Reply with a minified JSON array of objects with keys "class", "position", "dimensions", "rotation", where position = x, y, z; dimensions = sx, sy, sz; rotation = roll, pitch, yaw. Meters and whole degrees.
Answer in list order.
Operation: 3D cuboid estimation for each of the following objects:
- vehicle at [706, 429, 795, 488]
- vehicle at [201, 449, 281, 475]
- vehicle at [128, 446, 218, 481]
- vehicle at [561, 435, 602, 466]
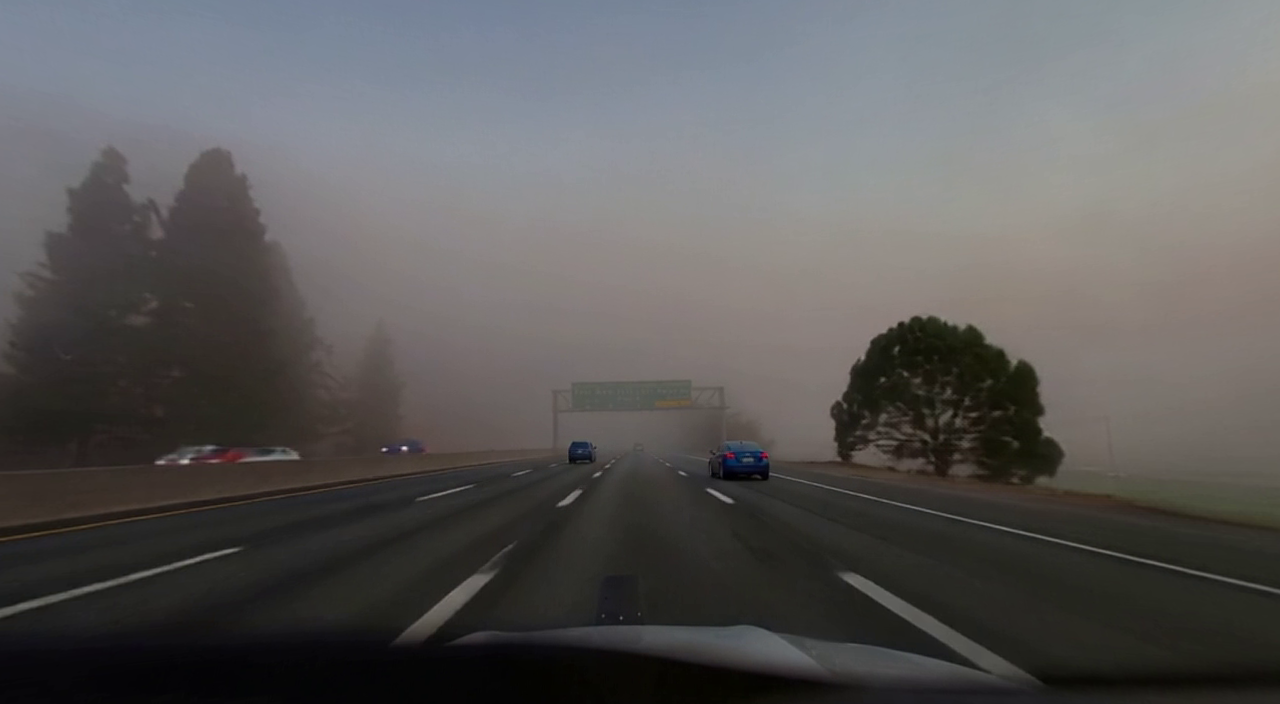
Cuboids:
[{"class":"vehicle","position":[3.467,3.439,20.663],"dimensions":[2.053,1.714,4.097],"rotation":[0,-9,-1]},{"class":"vehicle","position":[-25.162,6.954,40.061],"dimensions":[2.172,1.535,4.471],"rotation":[0,-9,-1]},{"class":"vehicle","position":[-28.773,6.844,39.135],"dimensions":[2.029,1.981,4.631],"rotation":[0,-9,-1]},{"class":"vehicle","position":[-3.609,6.243,39.973],"dimensions":[2.173,1.793,4.564],"rotation":[0,-9,0]}]
